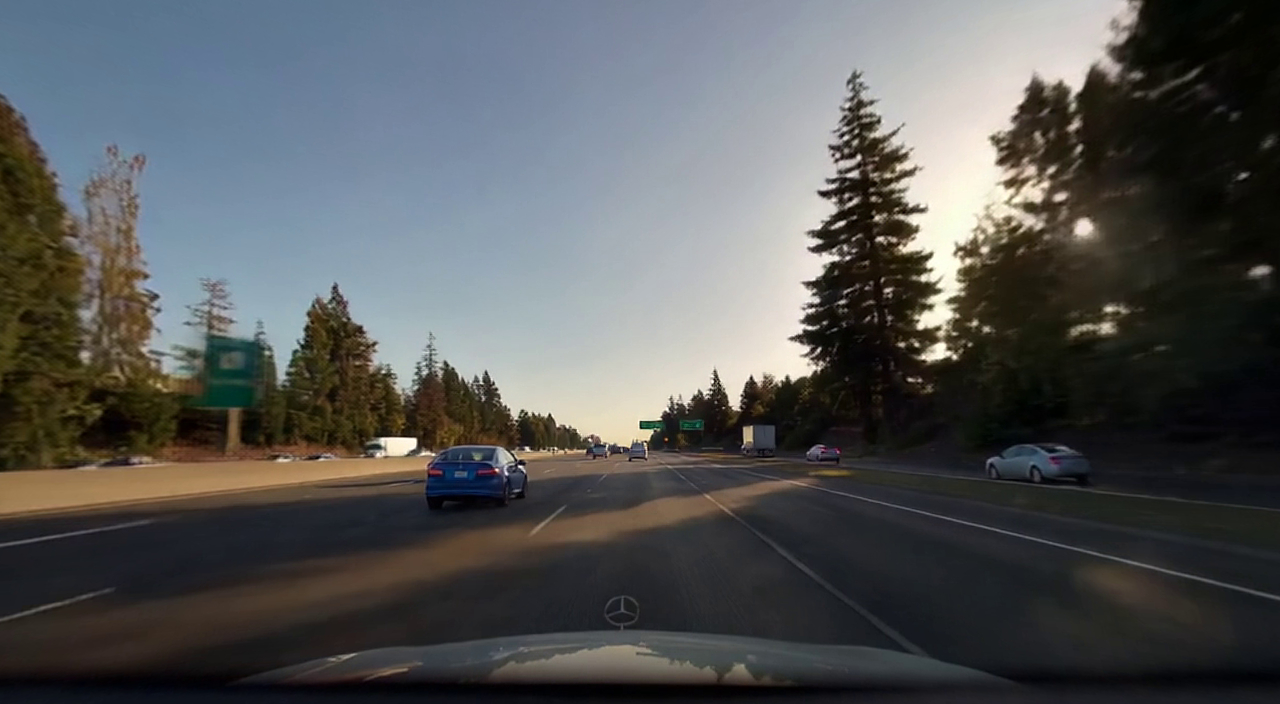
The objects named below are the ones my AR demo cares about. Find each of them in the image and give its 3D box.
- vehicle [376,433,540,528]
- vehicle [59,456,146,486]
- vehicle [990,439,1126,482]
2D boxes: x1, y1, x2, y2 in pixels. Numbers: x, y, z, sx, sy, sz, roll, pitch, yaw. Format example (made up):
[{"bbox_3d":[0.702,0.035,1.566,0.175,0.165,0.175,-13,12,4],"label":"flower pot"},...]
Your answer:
[{"bbox_3d":[-3.366,2.463,12.660,2.020,1.554,4.137,0,-9,0],"label":"vehicle"},{"bbox_3d":[-36.878,8.155,43.540,2.009,1.826,4.800,1,-9,-5],"label":"vehicle"},{"bbox_3d":[15.792,4.122,24.279,1.873,1.463,4.937,0,-9,0],"label":"vehicle"}]
